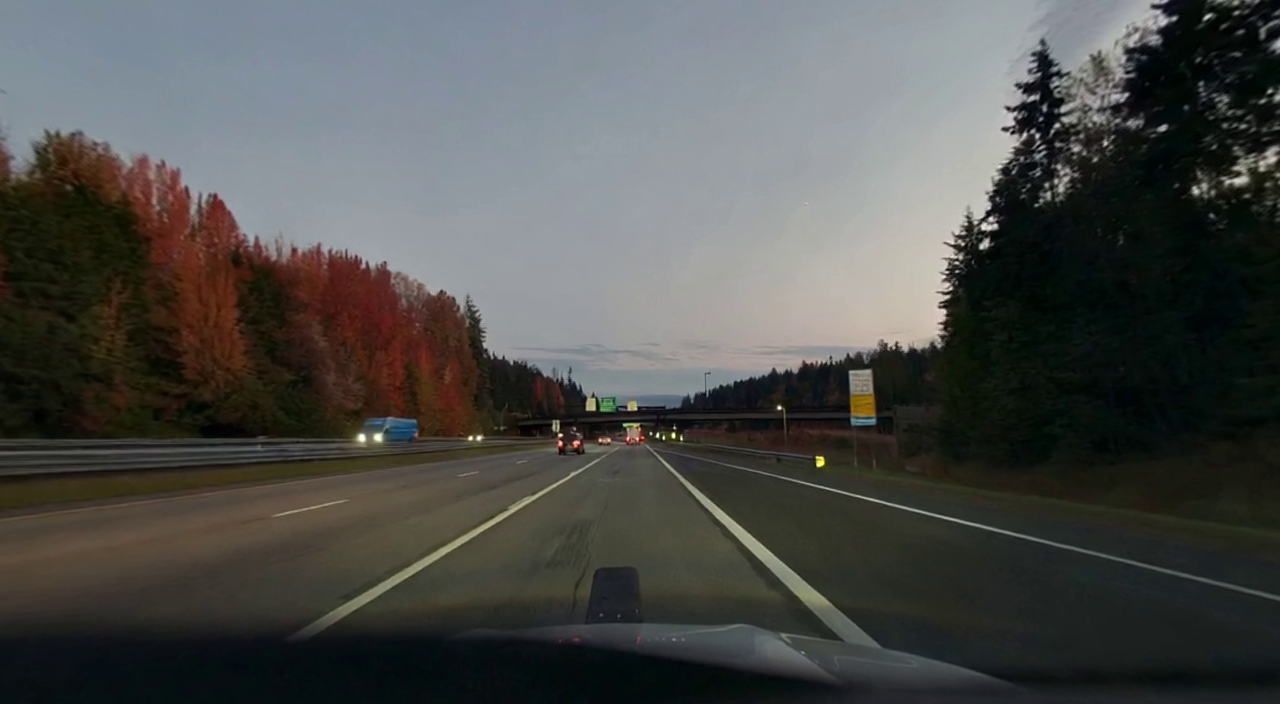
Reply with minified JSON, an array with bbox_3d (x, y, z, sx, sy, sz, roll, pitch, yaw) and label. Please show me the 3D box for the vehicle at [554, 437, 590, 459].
[{"bbox_3d":[-4.911,6.961,45.773,2.162,1.491,4.062,0,-8,0],"label":"vehicle"}]
